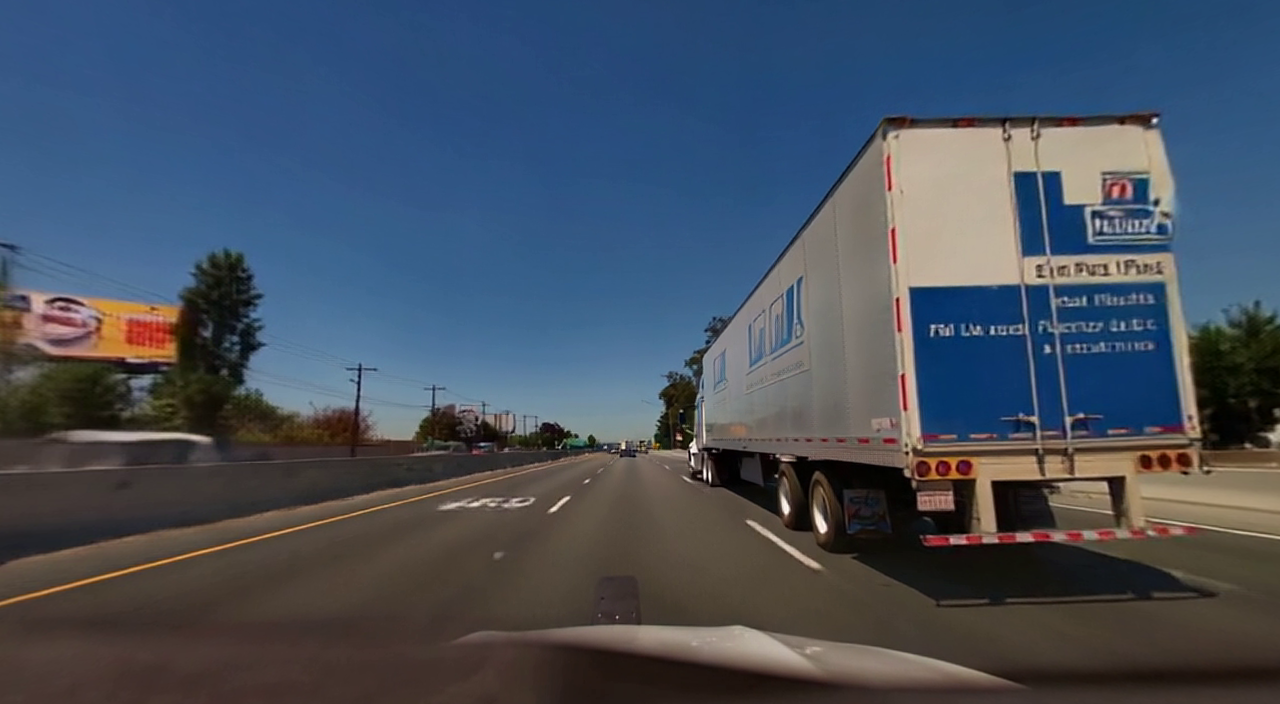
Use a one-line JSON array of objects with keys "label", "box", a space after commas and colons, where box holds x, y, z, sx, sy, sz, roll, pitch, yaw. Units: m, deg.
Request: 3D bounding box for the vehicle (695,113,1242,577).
[{"label": "vehicle", "box": [3.691, 1.097, 14.391, 2.891, 4.387, 17.121, 0, -9, -2]}]

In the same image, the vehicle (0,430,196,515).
[{"label": "vehicle", "box": [-10.431, 2.222, 12.008, 1.545, 1.371, 3.313, 0, -9, 0]}]

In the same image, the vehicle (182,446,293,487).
[{"label": "vehicle", "box": [-14.928, 4.233, 23.695, 1.759, 1.389, 3.638, 0, -9, 0]}]
